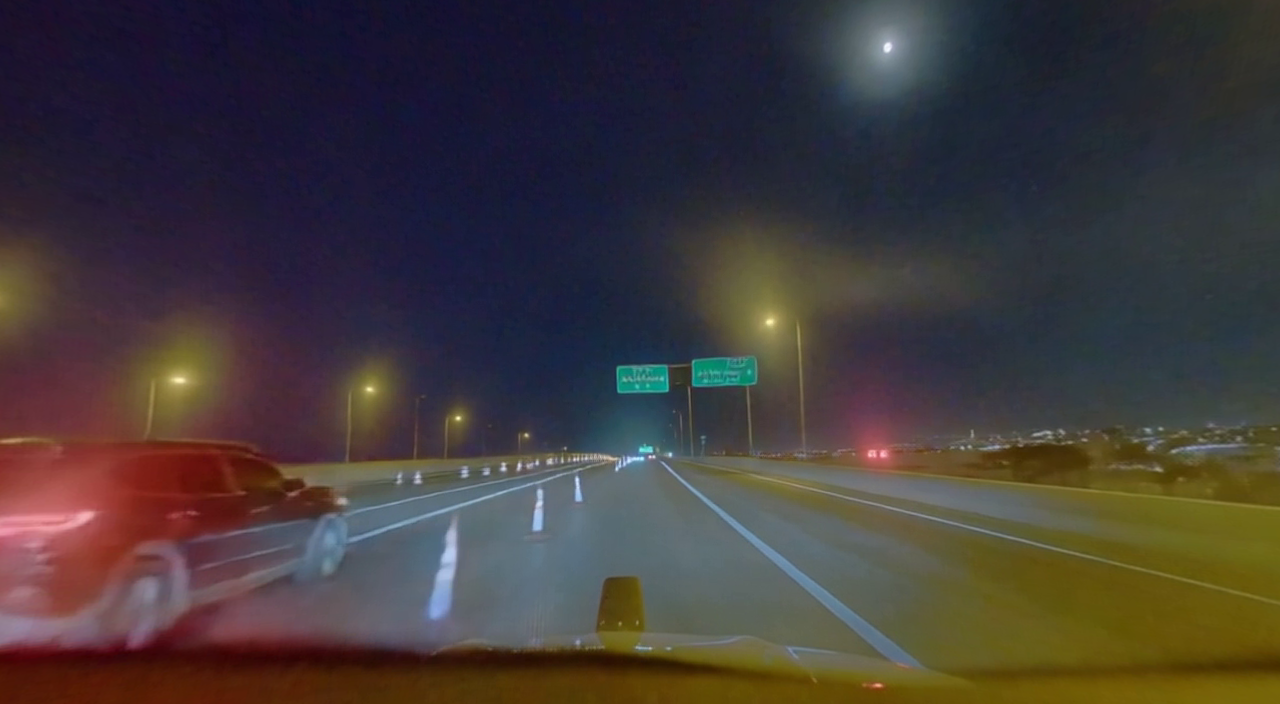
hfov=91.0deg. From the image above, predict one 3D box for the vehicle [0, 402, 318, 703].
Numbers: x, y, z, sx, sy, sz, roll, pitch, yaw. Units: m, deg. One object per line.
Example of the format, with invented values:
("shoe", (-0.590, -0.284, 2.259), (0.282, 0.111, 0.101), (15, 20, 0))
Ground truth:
("vehicle", (-3.904, 1.039, 2.996), (2.069, 1.560, 5.018), (0, -9, 0))
